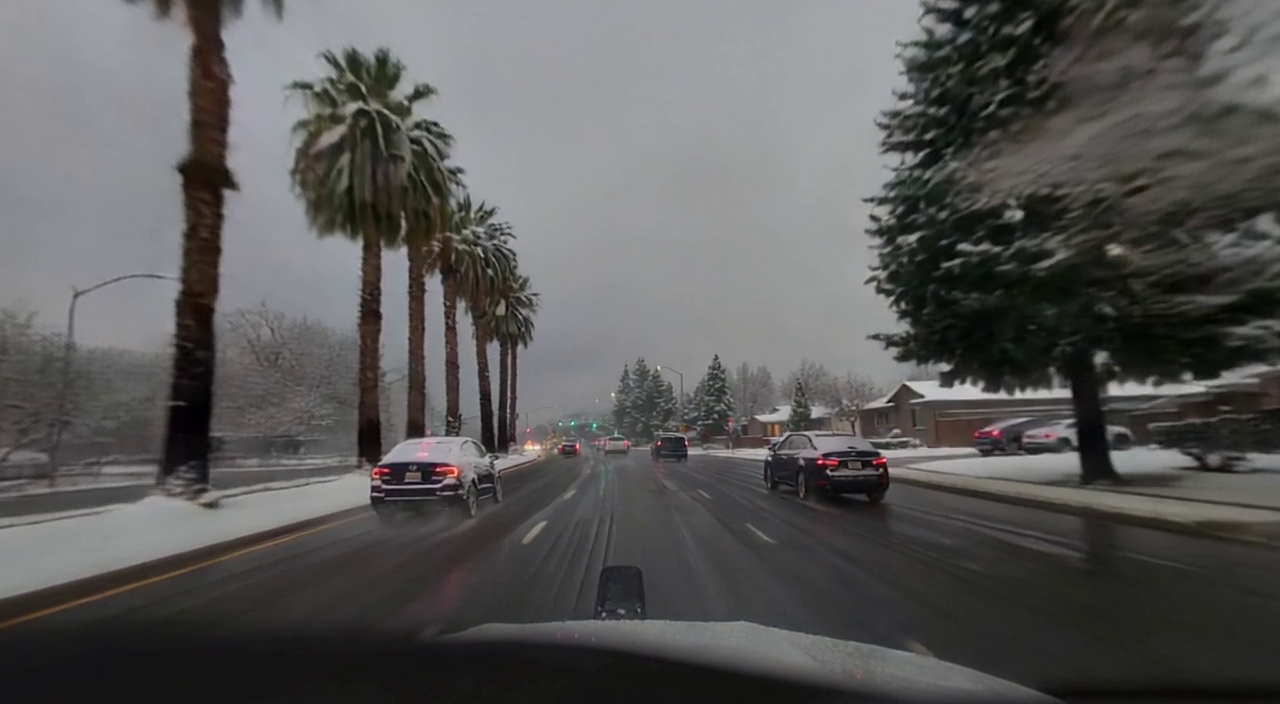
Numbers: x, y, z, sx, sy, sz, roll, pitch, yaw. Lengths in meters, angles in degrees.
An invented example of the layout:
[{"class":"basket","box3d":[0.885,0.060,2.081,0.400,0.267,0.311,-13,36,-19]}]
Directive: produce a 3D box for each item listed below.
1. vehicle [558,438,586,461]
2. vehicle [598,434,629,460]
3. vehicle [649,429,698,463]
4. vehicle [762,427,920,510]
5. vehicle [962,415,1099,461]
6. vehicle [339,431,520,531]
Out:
[{"class":"vehicle","box3d":[-4.976,7.133,46.285,1.922,1.577,4.140,1,-8,-5]},{"class":"vehicle","box3d":[-2.058,7.220,48.068,2.164,1.867,4.254,1,-8,-5]},{"class":"vehicle","box3d":[2.025,5.964,40.112,2.391,1.960,5.600,0,-8,-5]},{"class":"vehicle","box3d":[4.049,2.417,13.539,1.870,1.491,4.009,0,-8,-3]},{"class":"vehicle","box3d":[15.746,3.538,25.839,1.978,1.669,4.515,2,-9,-16]},{"class":"vehicle","box3d":[-3.556,2.240,11.614,1.924,1.473,4.200,0,-8,-1]}]
